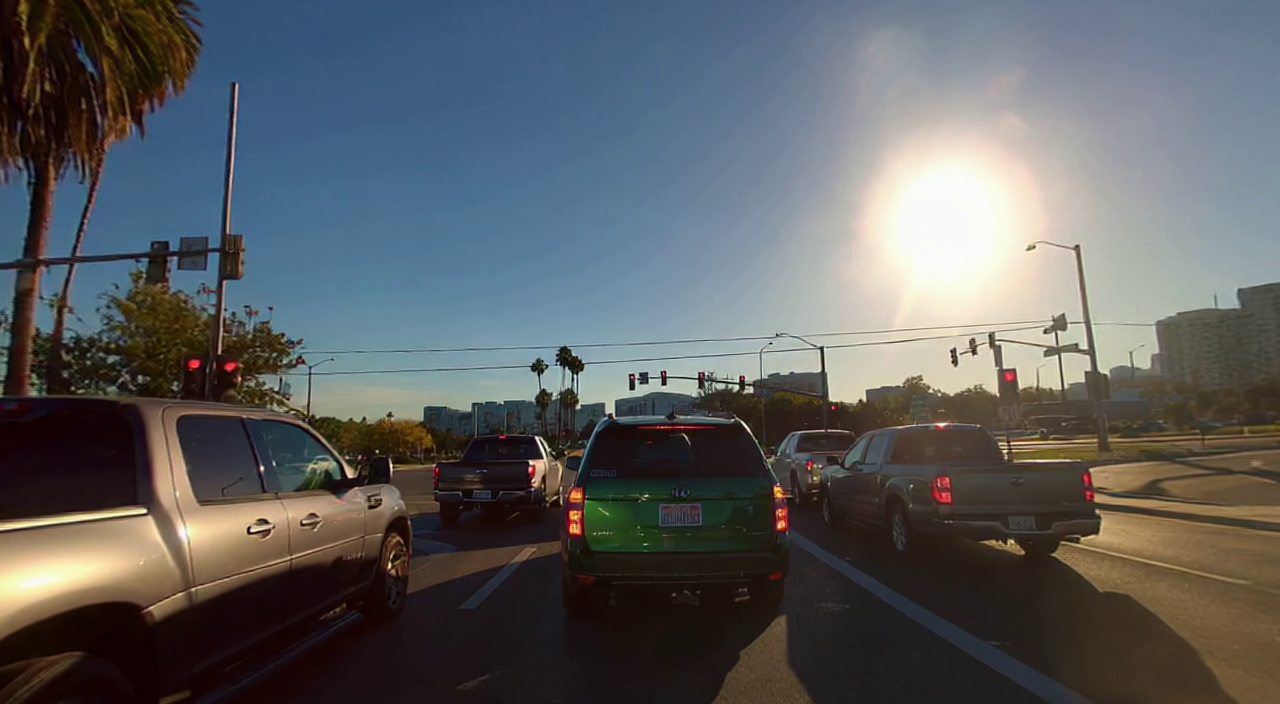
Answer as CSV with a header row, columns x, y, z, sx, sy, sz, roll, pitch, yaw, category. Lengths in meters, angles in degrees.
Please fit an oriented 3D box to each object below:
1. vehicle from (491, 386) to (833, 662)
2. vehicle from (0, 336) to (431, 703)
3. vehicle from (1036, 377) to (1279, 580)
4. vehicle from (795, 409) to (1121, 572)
x,y,z,sx,sy,sz,roll,pitch,yaw,category
0.171,1.376,6.059,2.123,1.704,4.128,0,-9,1,vehicle
-3.154,1.089,3.904,2.171,1.702,4.416,0,-8,0,vehicle
7.336,1.339,6.851,2.337,1.925,5.728,0,-8,1,vehicle
4.011,1.853,9.287,2.072,1.704,5.170,0,-9,-1,vehicle
